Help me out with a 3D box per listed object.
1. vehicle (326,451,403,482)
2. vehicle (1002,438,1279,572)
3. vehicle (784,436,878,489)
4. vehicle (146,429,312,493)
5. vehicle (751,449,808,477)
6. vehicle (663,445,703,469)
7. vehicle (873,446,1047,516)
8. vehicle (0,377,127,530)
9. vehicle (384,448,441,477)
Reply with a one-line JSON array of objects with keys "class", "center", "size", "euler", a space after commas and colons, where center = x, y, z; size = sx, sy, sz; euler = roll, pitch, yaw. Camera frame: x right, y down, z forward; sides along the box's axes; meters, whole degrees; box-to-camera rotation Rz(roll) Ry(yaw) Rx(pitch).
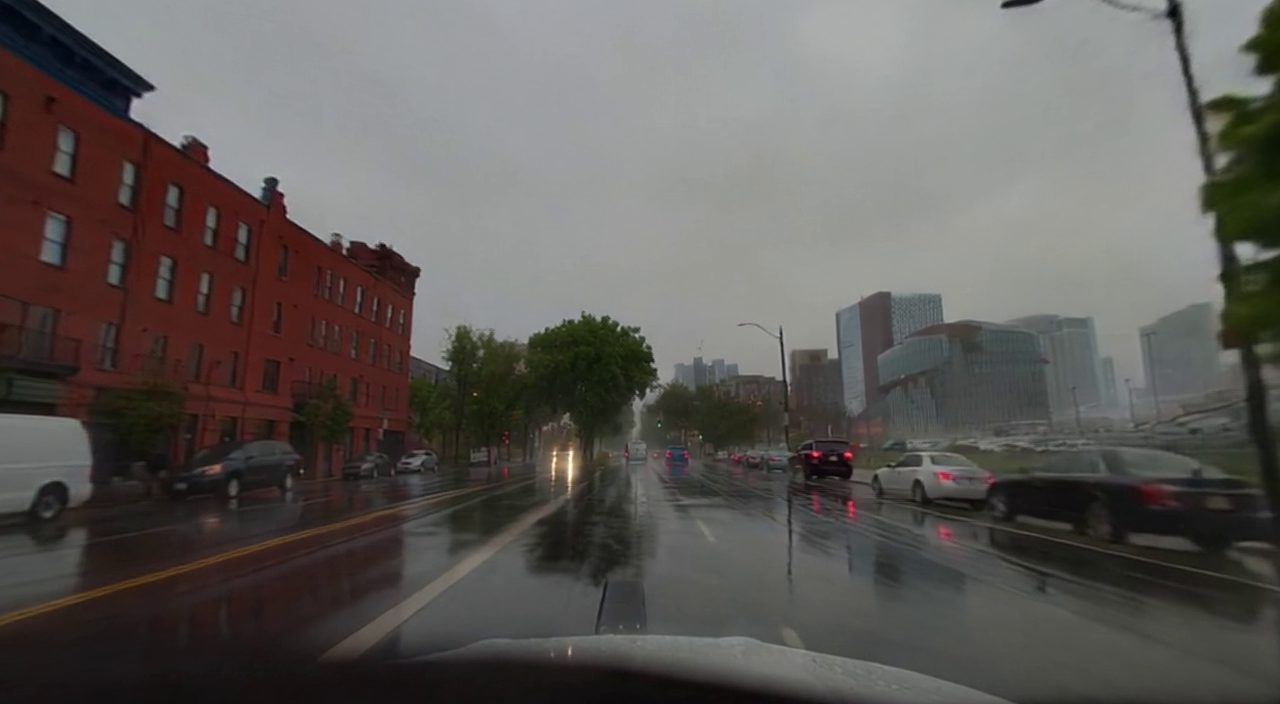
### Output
[{"class": "vehicle", "center": [-14.995, 6.244, 34.717], "size": [1.953, 1.456, 4.690], "euler": [0, -8, 2]}, {"class": "vehicle", "center": [7.882, 2.204, 9.840], "size": [2.054, 1.628, 3.841], "euler": [0, -9, -2]}, {"class": "vehicle", "center": [7.892, 4.618, 26.785], "size": [2.305, 1.984, 5.002], "euler": [0, -9, -1]}, {"class": "vehicle", "center": [-14.325, 3.993, 22.574], "size": [2.330, 2.013, 5.310], "euler": [0, -12, -1]}, {"class": "vehicle", "center": [7.845, 6.300, 36.024], "size": [2.030, 1.444, 4.832], "euler": [0, -9, -2]}, {"class": "vehicle", "center": [2.850, 7.142, 43.138], "size": [2.238, 1.499, 4.964], "euler": [0, -8, -2]}, {"class": "vehicle", "center": [7.846, 3.183, 16.115], "size": [2.018, 1.489, 4.620], "euler": [-1, -9, 0]}, {"class": "vehicle", "center": [-14.604, 1.985, 12.432], "size": [3.047, 3.098, 6.783], "euler": [1, -8, 2]}, {"class": "vehicle", "center": [-15.054, 7.287, 42.058], "size": [2.063, 1.735, 4.317], "euler": [1, -8, 1]}]
